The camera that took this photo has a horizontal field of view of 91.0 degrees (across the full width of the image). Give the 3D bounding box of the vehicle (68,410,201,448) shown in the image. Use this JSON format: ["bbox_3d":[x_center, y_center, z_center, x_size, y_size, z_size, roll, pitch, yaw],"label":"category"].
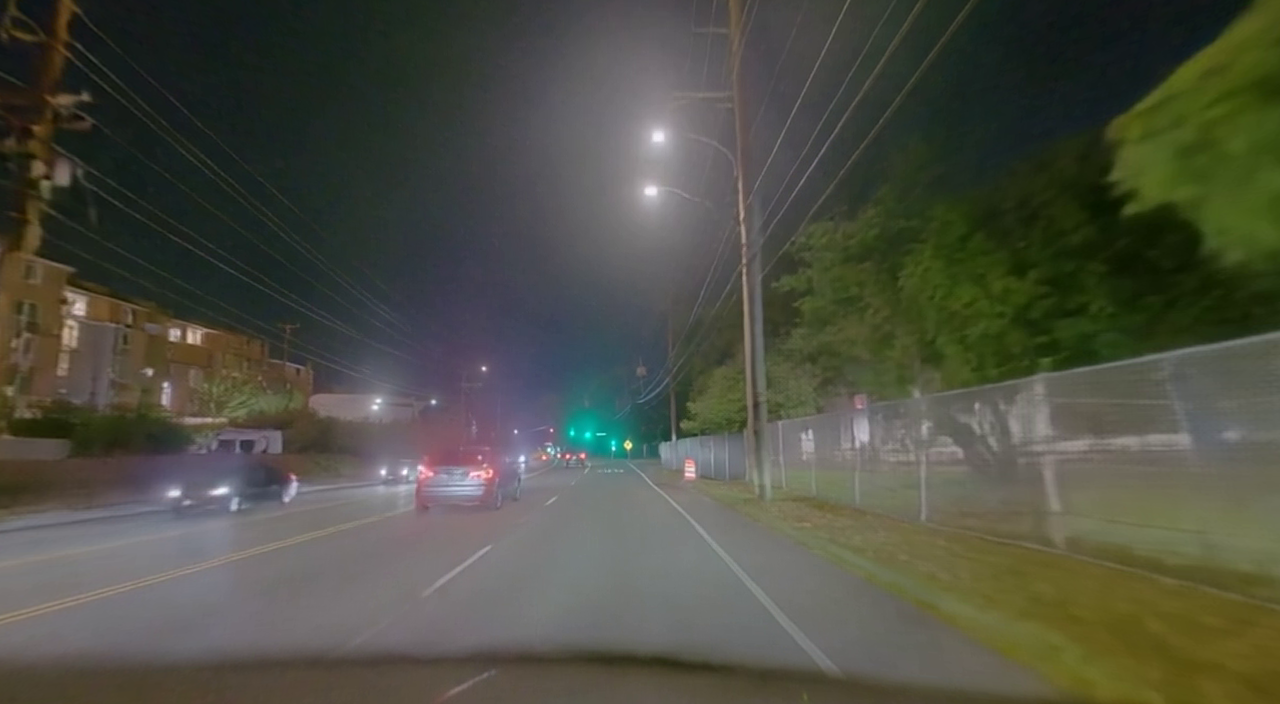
[{"bbox_3d":[-25.307,3.918,31.669,4.635,1.737,2.146,2,-9,-5],"label":"vehicle"}]

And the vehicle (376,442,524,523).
[{"bbox_3d":[-4.069,2.864,14.401,2.020,1.489,4.469,1,-9,-1],"label":"vehicle"}]

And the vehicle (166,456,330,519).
[{"bbox_3d":[-10.571,3.647,17.428,1.864,1.448,4.186,1,-9,-1],"label":"vehicle"}]

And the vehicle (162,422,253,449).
[{"bbox_3d":[-25.493,4.975,37.227,3.898,1.463,1.839,1,-9,-2],"label":"vehicle"}]
